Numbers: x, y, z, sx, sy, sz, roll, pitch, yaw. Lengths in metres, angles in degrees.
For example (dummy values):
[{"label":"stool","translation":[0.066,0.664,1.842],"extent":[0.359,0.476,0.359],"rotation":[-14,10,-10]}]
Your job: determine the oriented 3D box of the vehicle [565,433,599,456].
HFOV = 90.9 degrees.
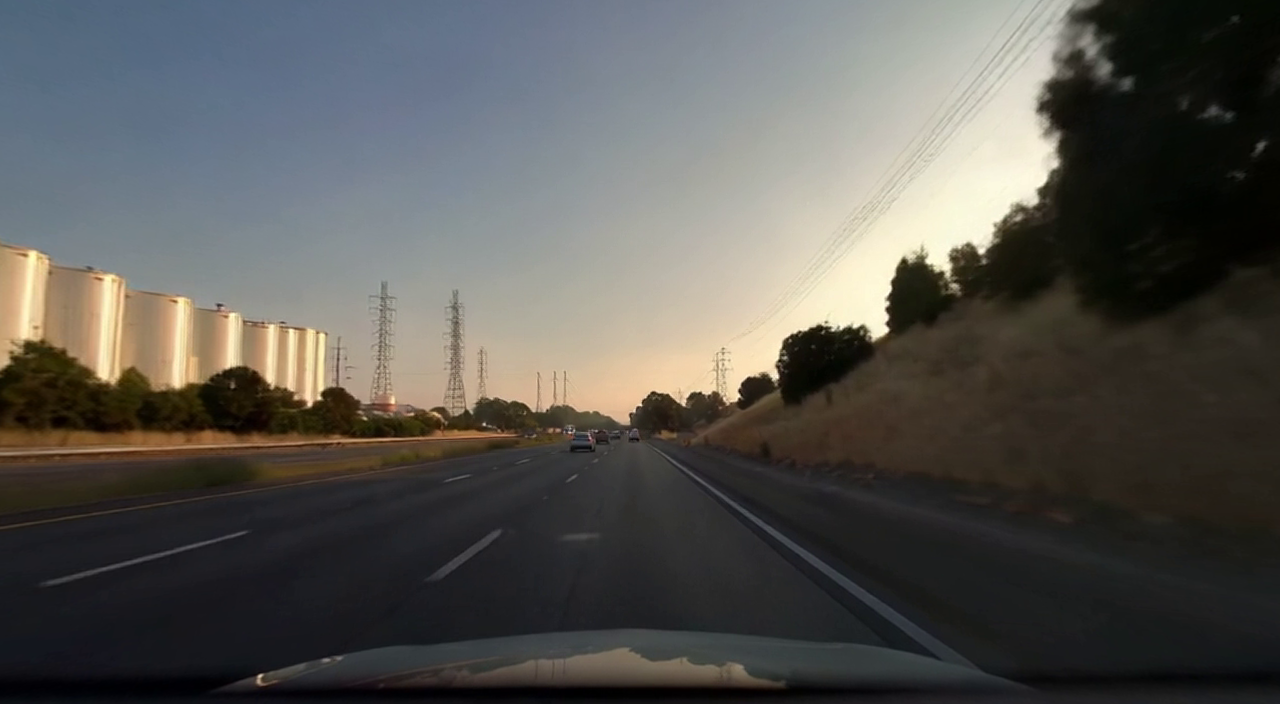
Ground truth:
[{"label":"vehicle","translation":[-3.871,6.225,42.472],"extent":[1.952,1.462,3.969],"rotation":[0,-8,-1]}]
